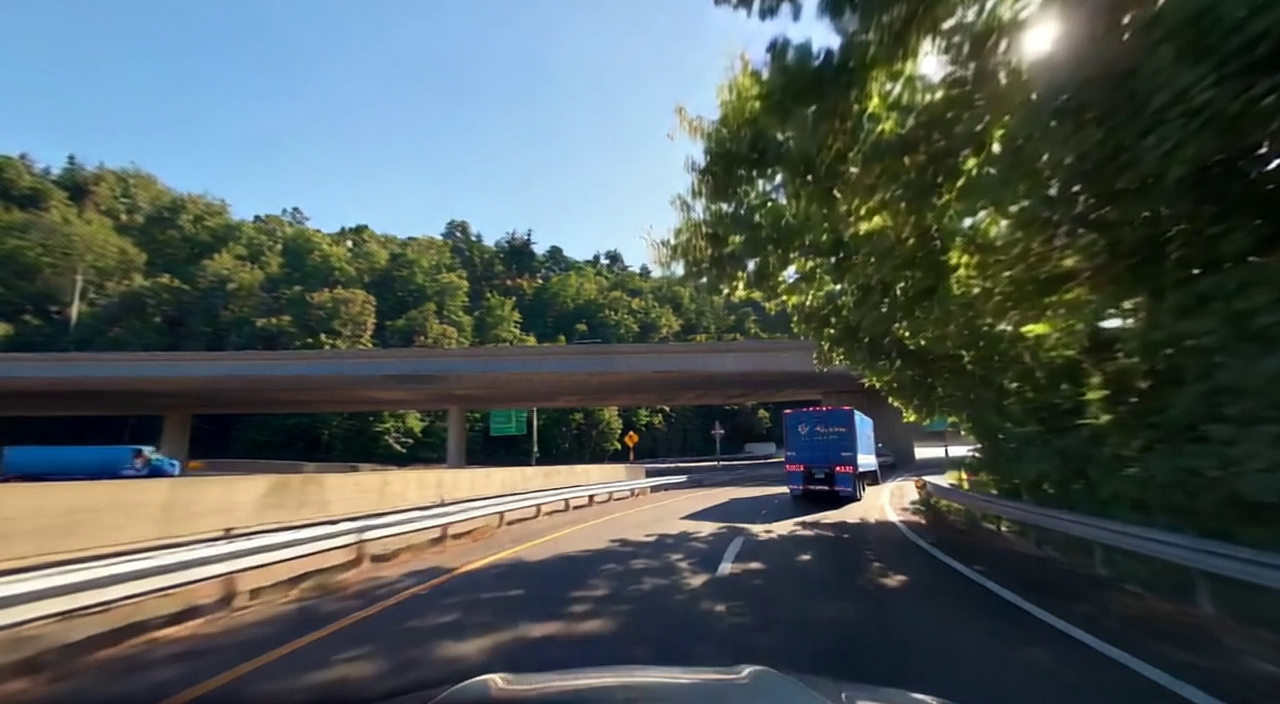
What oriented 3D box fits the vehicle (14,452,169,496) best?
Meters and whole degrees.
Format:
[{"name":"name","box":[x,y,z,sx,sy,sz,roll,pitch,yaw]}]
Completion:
[{"name":"vehicle","box":[-20.309,4.500,23.591,4.024,1.444,1.940,5,-11,-32]}]
